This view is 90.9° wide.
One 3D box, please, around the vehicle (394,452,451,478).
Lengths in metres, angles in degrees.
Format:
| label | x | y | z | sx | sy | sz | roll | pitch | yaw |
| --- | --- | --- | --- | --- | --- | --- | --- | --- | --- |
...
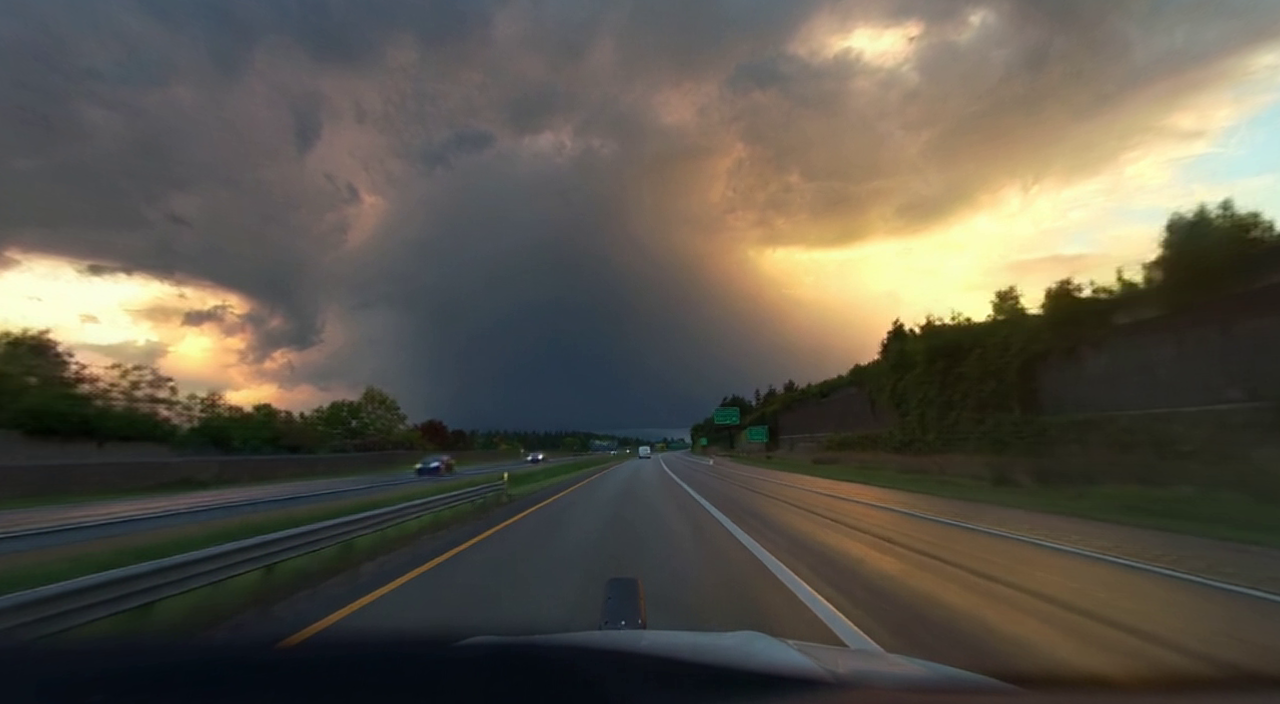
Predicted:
| label | x | y | z | sx | sy | sz | roll | pitch | yaw |
| --- | --- | --- | --- | --- | --- | --- | --- | --- | --- |
| vehicle | -12.974 | 6.757 | 37.876 | 1.793 | 1.463 | 4.126 | 0 | -9 | 2 |
